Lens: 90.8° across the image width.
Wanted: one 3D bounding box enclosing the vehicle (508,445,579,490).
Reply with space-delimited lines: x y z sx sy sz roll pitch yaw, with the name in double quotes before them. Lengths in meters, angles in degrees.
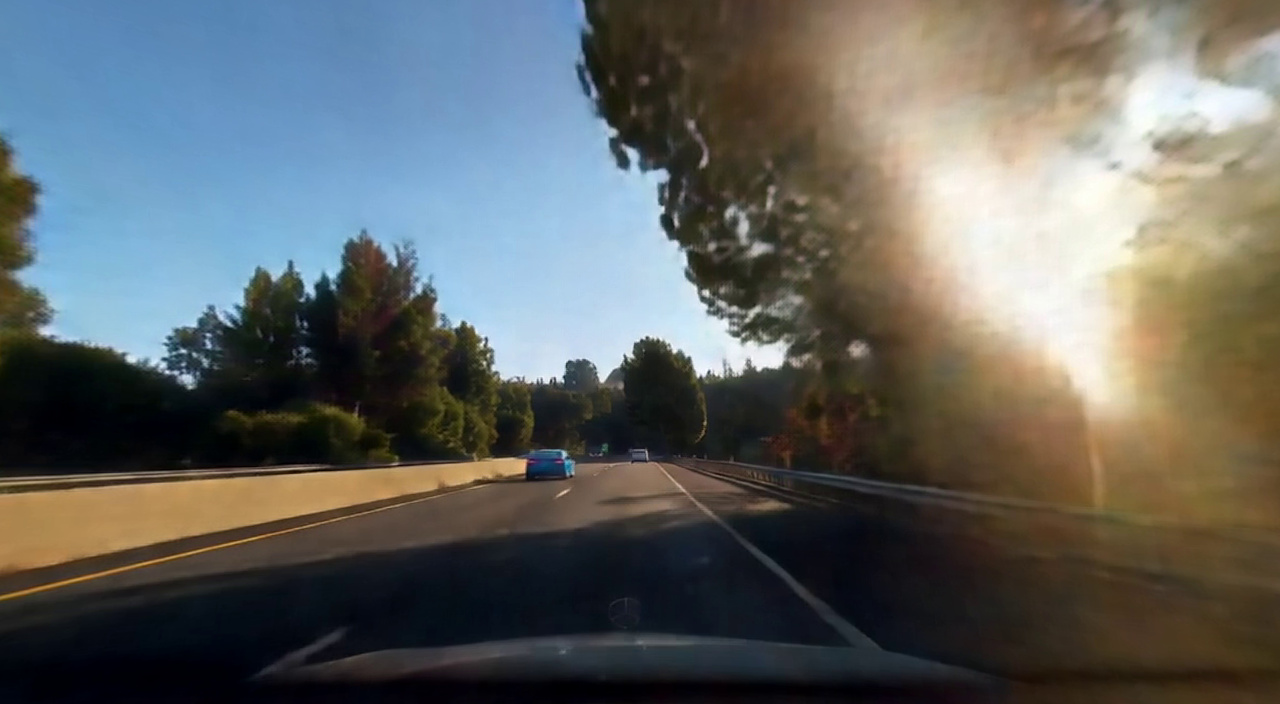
"vehicle" -3.655 4.446 24.657 2.088 1.586 4.000 0 -9 1
